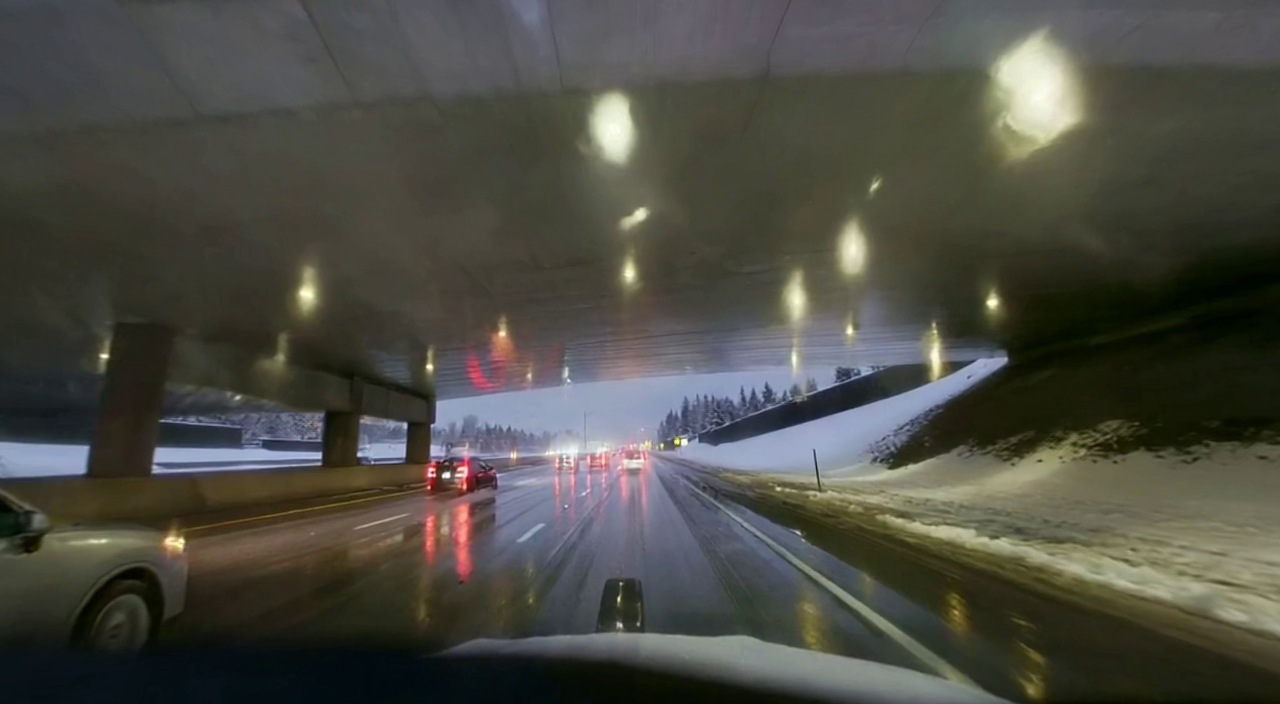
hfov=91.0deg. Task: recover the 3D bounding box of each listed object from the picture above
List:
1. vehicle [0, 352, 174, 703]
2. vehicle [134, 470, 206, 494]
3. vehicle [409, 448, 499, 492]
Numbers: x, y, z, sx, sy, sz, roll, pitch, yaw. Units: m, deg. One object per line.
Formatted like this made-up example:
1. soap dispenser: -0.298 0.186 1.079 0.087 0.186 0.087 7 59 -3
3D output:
1. vehicle: -3.687 0.666 1.235 2.059 1.725 4.521 0 -9 0
2. vehicle: -35.487 9.800 47.693 1.835 1.506 4.726 0 -9 0
3. vehicle: -7.282 4.655 25.266 1.998 1.542 4.953 0 -9 1
